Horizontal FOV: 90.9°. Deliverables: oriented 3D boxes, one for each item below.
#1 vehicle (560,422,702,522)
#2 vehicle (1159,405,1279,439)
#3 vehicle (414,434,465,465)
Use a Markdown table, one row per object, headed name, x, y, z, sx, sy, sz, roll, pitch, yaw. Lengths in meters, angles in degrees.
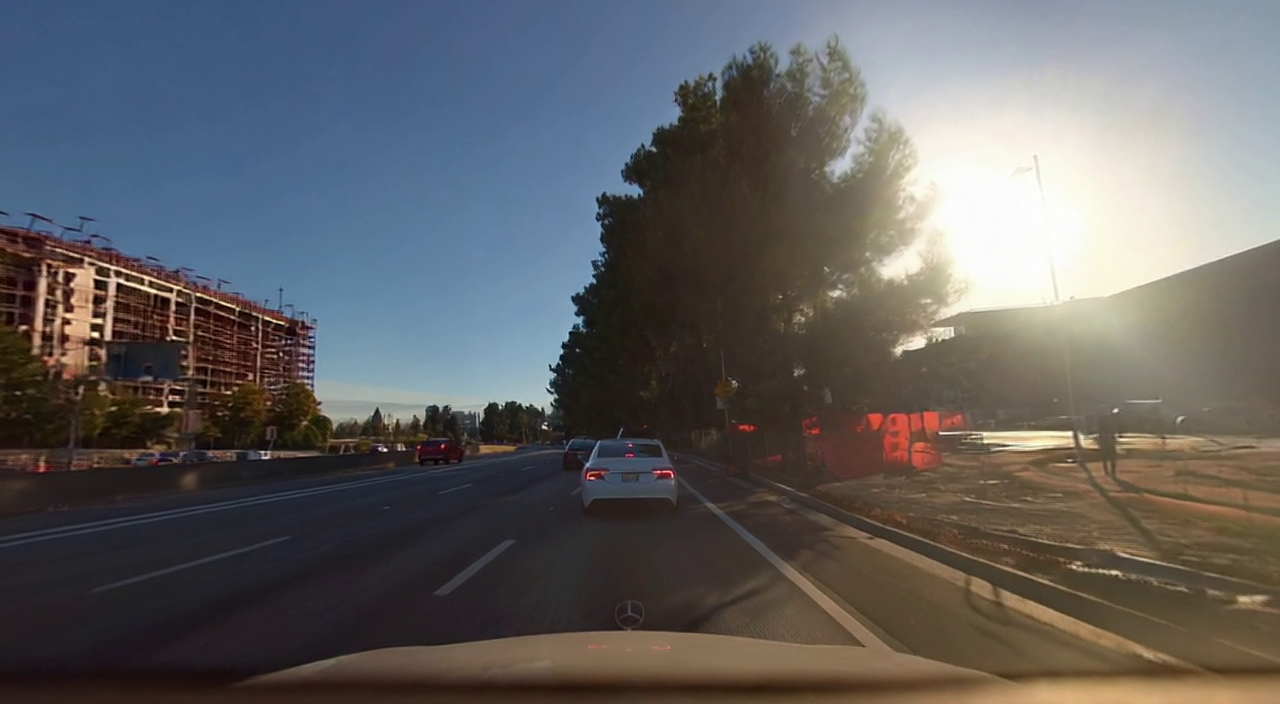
| name | x | y | z | sx | sy | sz | roll | pitch | yaw |
| --- | --- | --- | --- | --- | --- | --- | --- | --- | --- |
| vehicle | -0.123 | 2.095 | 11.488 | 2.112 | 1.482 | 4.076 | 0 | -8 | 0 |
| vehicle | 27.739 | 3.347 | 29.883 | 4.455 | 1.494 | 1.926 | 0 | -9 | 0 |
| vehicle | -10.436 | 5.044 | 32.629 | 2.072 | 1.465 | 4.394 | 3 | -9 | -22 |
